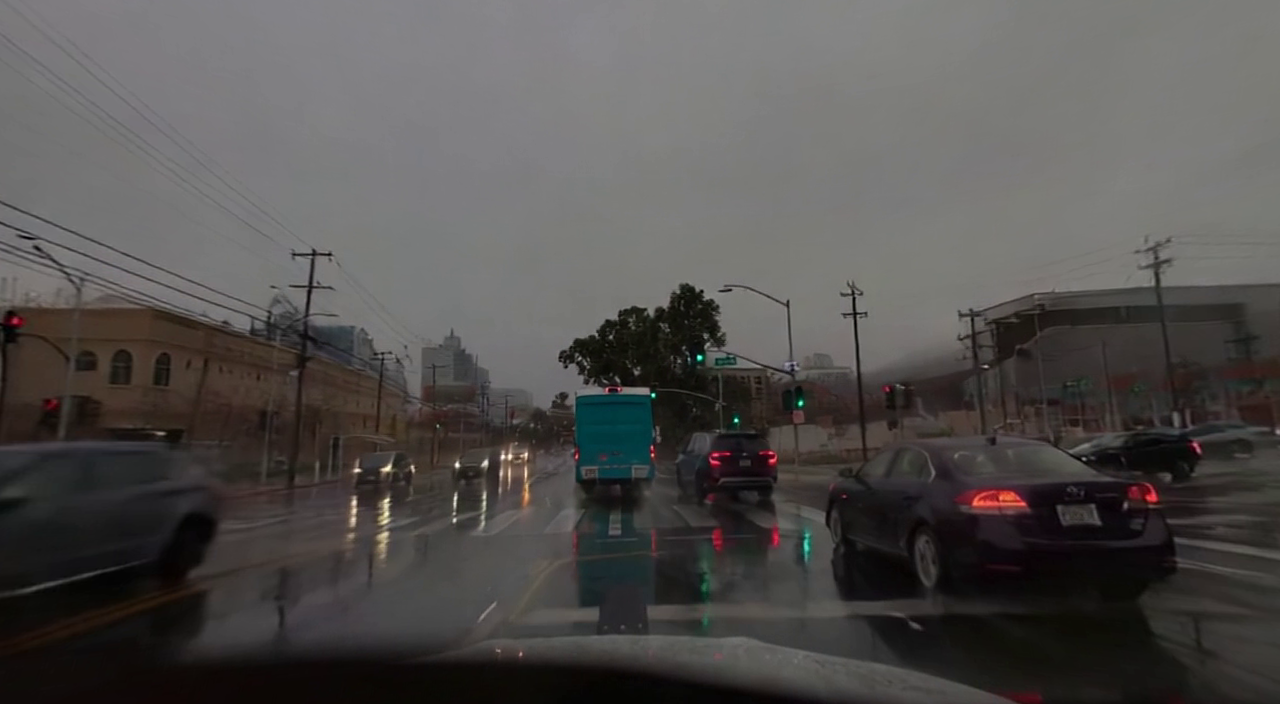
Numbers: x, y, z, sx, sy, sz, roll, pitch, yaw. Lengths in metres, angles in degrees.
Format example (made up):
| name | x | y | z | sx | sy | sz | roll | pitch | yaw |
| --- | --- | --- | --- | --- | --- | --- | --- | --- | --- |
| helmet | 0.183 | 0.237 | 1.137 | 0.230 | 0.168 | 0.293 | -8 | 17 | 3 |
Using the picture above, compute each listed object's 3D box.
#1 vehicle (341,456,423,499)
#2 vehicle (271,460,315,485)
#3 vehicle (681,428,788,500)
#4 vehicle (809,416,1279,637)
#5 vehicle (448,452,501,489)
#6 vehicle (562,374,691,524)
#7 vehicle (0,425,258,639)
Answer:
| name | x | y | z | sx | sy | sz | roll | pitch | yaw |
| --- | --- | --- | --- | --- | --- | --- | --- | --- | --- |
| vehicle | -10.611 | 5.133 | 26.154 | 1.983 | 1.543 | 4.188 | 1 | -9 | -6 |
| vehicle | -26.671 | 9.244 | 48.375 | 1.974 | 1.597 | 4.606 | 1 | -9 | -17 |
| vehicle | 2.805 | 3.510 | 20.166 | 2.157 | 1.944 | 5.423 | 1 | -9 | -5 |
| vehicle | 3.481 | 1.552 | 6.720 | 1.978 | 1.507 | 4.636 | 0 | -9 | -1 |
| vehicle | -7.802 | 5.589 | 29.975 | 1.810 | 1.546 | 3.981 | 1 | -9 | -6 |
| vehicle | -0.542 | 2.353 | 15.517 | 2.517 | 2.926 | 6.177 | 1 | -9 | -5 |
| vehicle | -5.612 | 1.480 | 5.650 | 1.878 | 1.540 | 3.939 | 0 | -9 | -1 |
